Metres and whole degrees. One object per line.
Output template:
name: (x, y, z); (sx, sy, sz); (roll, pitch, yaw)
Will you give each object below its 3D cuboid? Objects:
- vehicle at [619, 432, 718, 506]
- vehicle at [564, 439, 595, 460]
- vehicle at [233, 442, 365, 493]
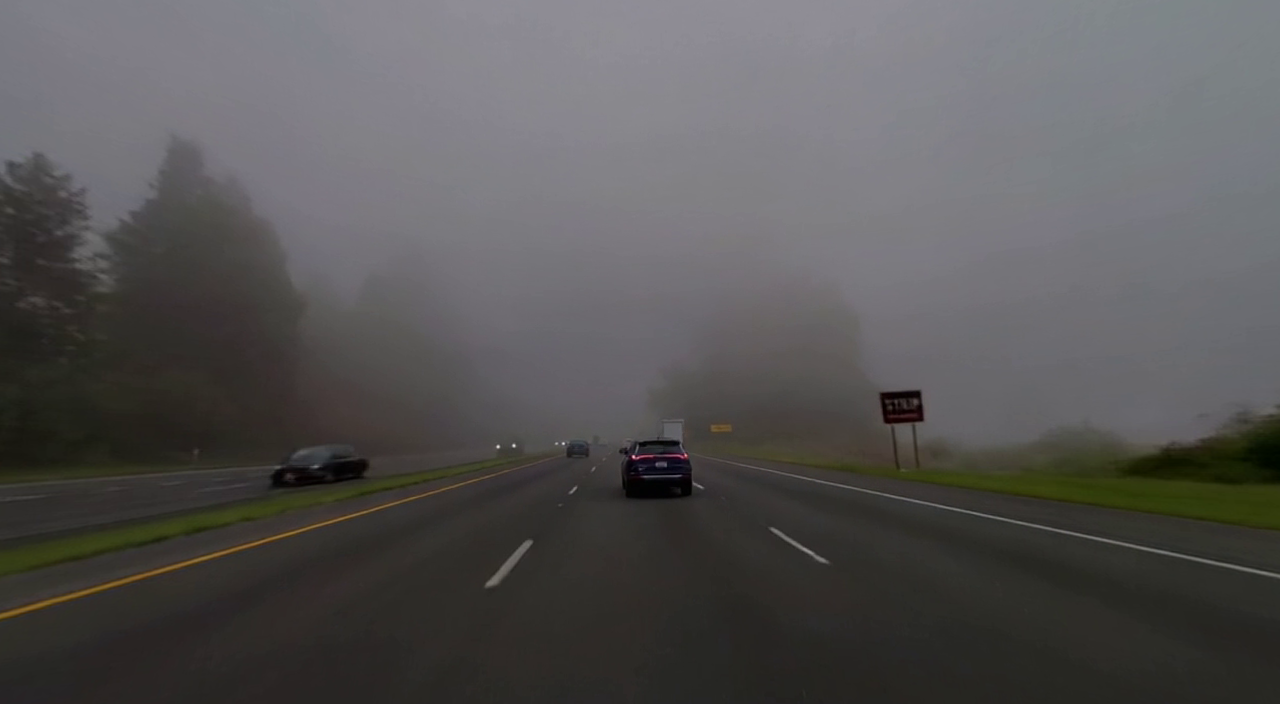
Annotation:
vehicle: (0.502, 2.708, 15.306); (1.961, 1.495, 4.743); (0, -8, -3)
vehicle: (-4.523, 7.397, 47.996); (2.055, 1.466, 4.317); (0, -8, -2)
vehicle: (-11.412, 3.849, 21.536); (2.060, 1.505, 4.442); (0, -8, -1)
